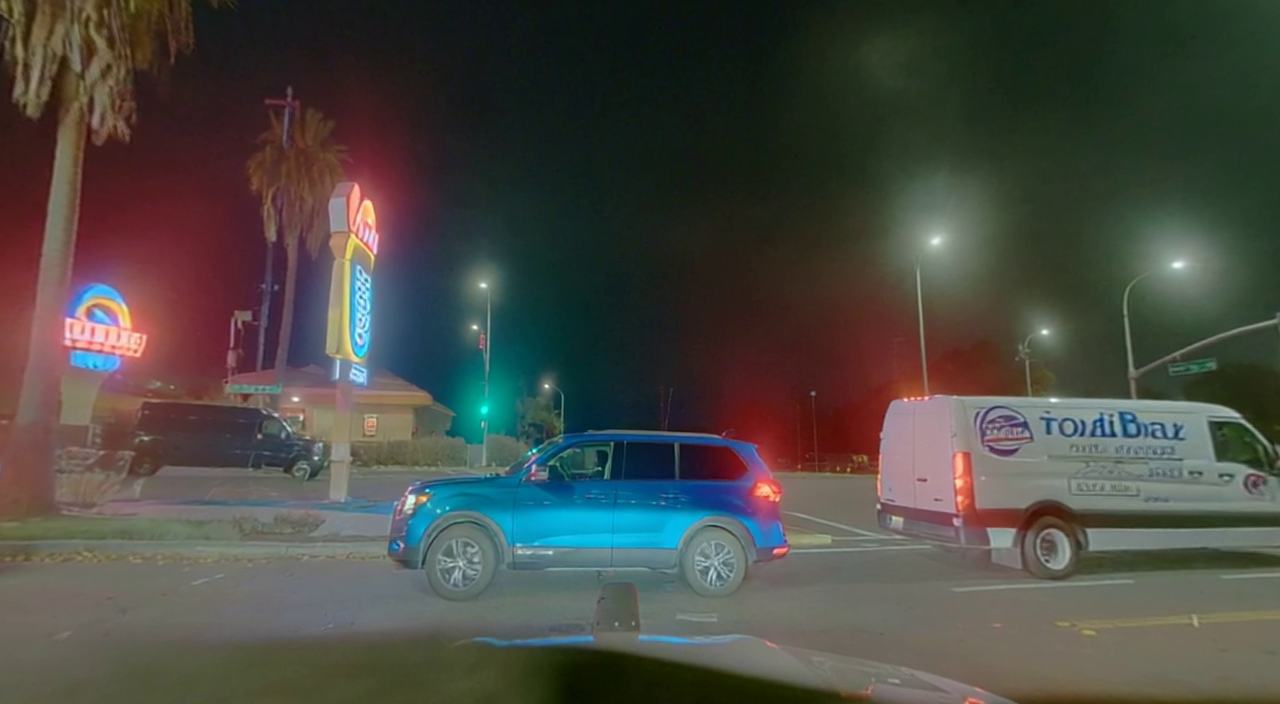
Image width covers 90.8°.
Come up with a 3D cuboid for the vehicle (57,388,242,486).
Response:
[{"bbox_3d":[-22.250,4.003,29.438,3.034,3.929,7.699,1,-9,-7],"label":"vehicle"}]

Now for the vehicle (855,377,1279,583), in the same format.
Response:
[{"bbox_3d":[6.423,1.612,8.504,6.246,2.202,2.277,1,-9,-9],"label":"vehicle"}]

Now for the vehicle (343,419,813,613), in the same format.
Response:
[{"bbox_3d":[-0.636,1.699,7.217,4.493,1.728,2.137,1,-9,-10],"label":"vehicle"}]
